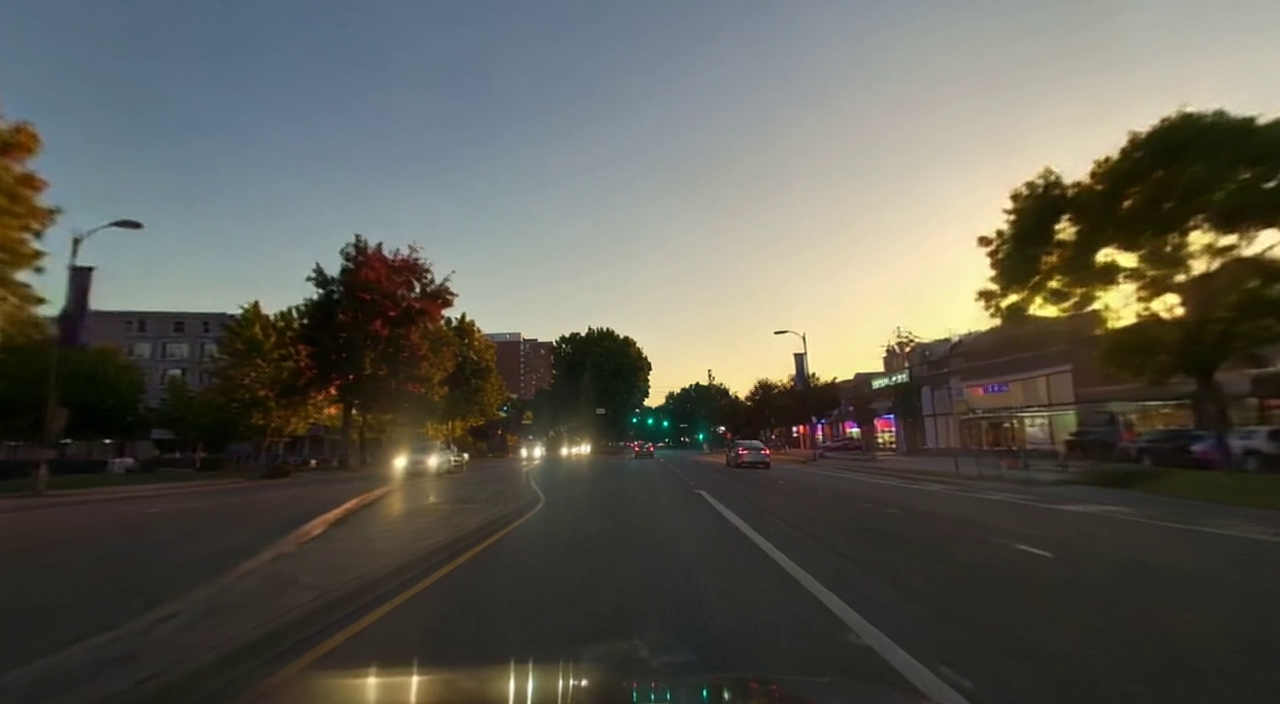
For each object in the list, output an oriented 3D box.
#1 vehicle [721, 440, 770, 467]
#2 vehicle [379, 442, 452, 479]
[{"bbox_3d":[6.238,6.038,37.866,2.024,1.475,4.600,0,-8,-2],"label":"vehicle"},{"bbox_3d":[-9.817,4.739,27.956,1.676,1.469,4.362,0,-8,-1],"label":"vehicle"}]
